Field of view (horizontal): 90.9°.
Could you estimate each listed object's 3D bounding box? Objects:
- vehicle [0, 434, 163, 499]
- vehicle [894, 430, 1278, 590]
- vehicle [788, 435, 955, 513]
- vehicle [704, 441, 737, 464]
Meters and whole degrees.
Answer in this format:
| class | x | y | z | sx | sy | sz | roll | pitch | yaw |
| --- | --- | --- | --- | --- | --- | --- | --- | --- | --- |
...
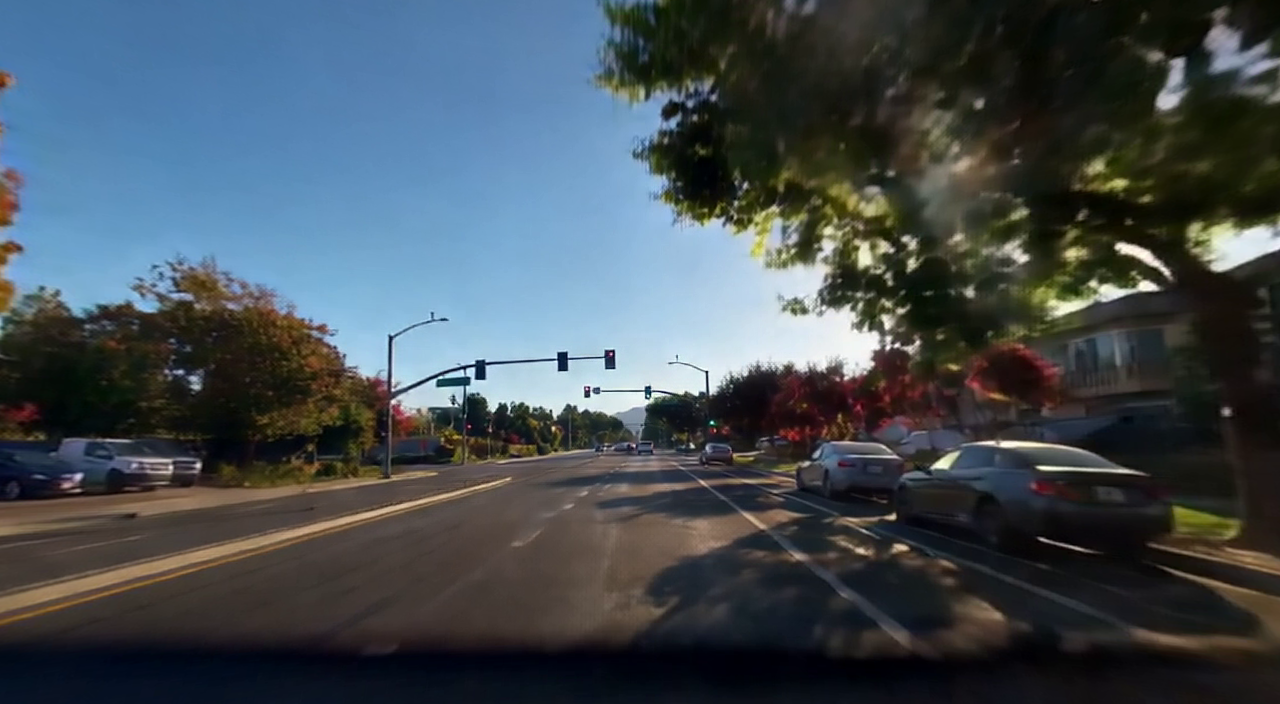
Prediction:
| class | x | y | z | sx | sy | sz | roll | pitch | yaw |
| --- | --- | --- | --- | --- | --- | --- | --- | --- | --- |
| vehicle | -19.615 | 3.856 | 21.484 | 4.852 | 2.017 | 2.342 | -1 | -8 | 4 |
| vehicle | 5.056 | 1.797 | 8.083 | 1.895 | 1.487 | 4.176 | 0 | -8 | 1 |
| vehicle | 5.186 | 2.786 | 14.973 | 1.997 | 1.521 | 4.747 | 0 | -8 | -3 |
| vehicle | 5.922 | 7.449 | 46.844 | 1.950 | 1.567 | 4.083 | 0 | -8 | 1 |
